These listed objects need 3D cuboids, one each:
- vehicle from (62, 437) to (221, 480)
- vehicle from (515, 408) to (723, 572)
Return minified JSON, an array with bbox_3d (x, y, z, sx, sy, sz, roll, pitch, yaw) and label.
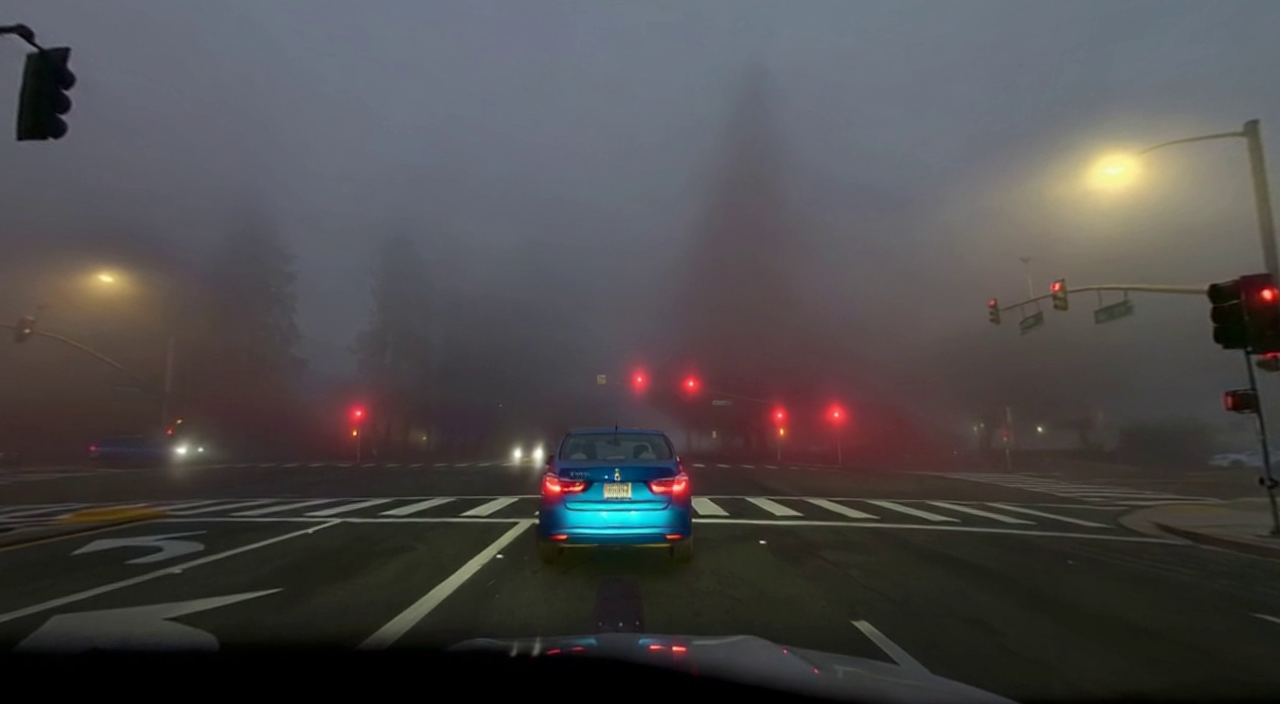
[{"bbox_3d":[-20.886,4.471,26.643,4.912,1.731,2.022,0,-8,-1],"label":"vehicle"},{"bbox_3d":[-0.234,1.664,8.332,2.066,1.618,3.922,0,-8,-1],"label":"vehicle"}]
